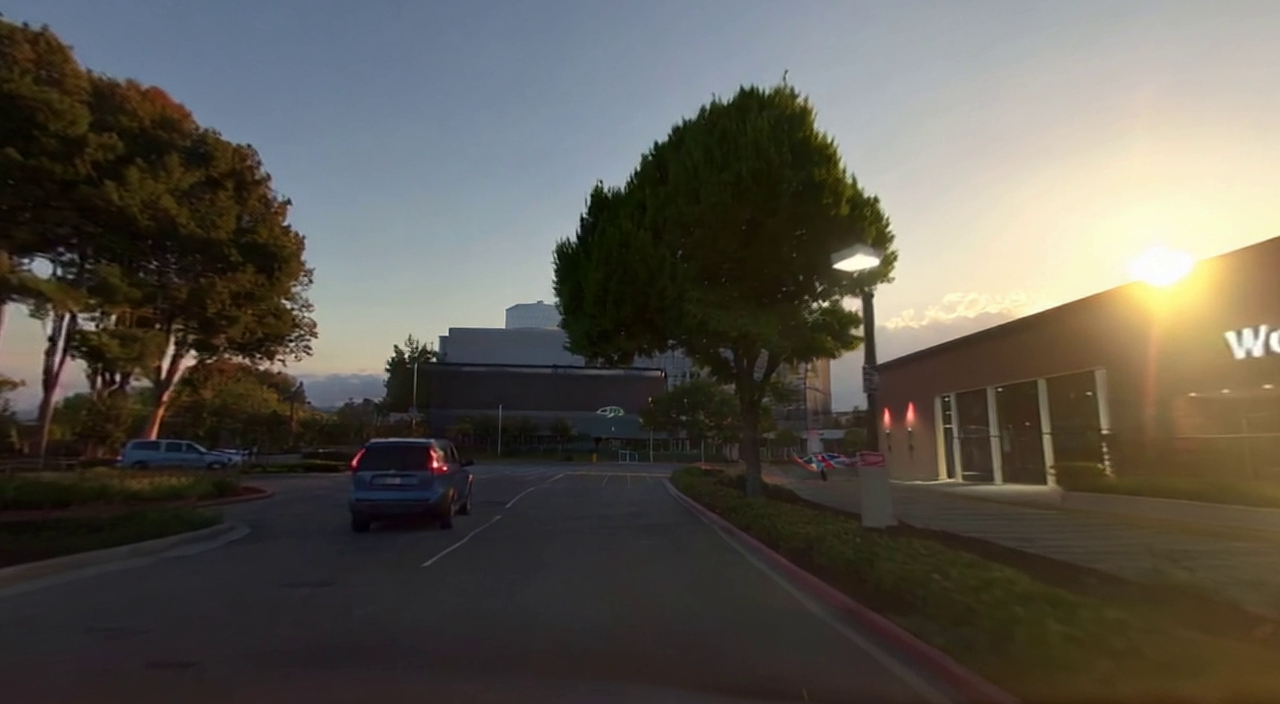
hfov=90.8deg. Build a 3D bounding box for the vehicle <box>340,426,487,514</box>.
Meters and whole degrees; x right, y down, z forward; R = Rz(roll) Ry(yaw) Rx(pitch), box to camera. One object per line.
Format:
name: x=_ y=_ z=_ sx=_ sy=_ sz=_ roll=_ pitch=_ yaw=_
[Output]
vehicle: x=-5.251 y=2.819 z=15.440 sx=2.180 sy=1.806 sz=4.541 roll=1 pitch=-9 yaw=-4
